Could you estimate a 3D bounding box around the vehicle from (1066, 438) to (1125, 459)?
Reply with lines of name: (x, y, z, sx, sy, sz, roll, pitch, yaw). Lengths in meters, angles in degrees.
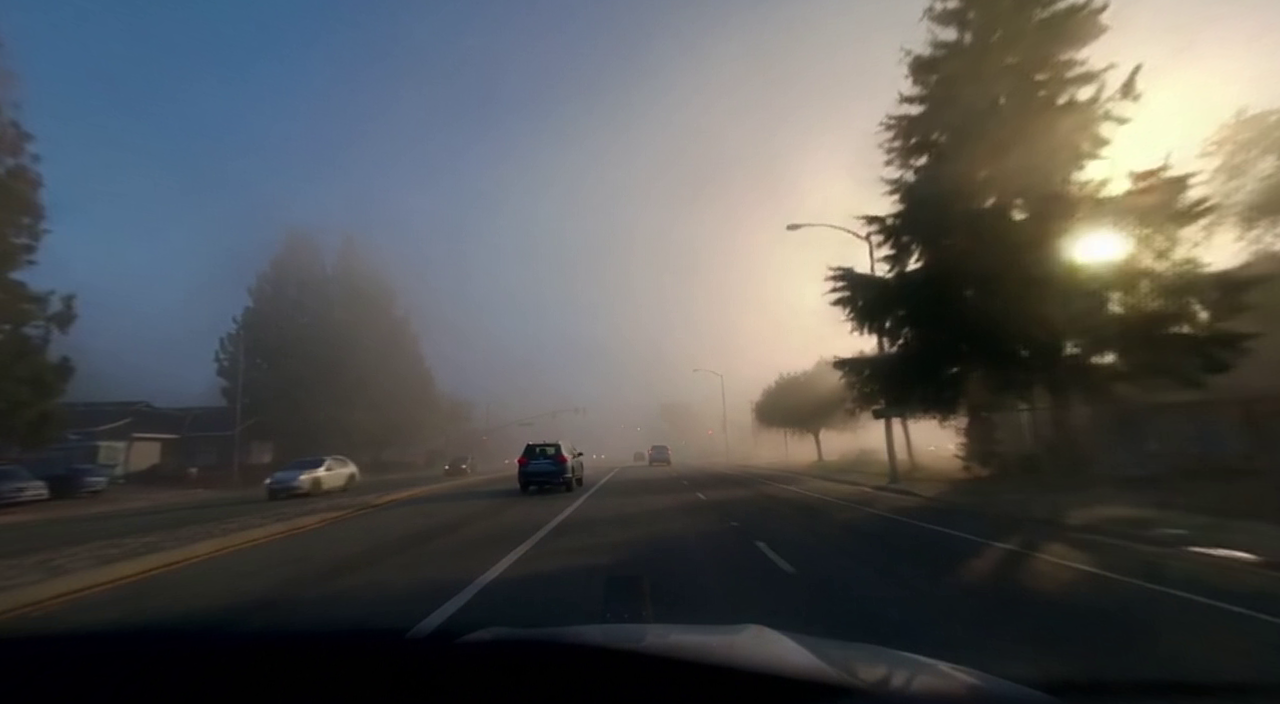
vehicle: (35.125, 7.478, 48.716, 1.719, 1.506, 3.878, -1, -8, 1)

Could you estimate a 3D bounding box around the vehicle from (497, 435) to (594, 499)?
vehicle: (-2.965, 3.781, 21.279, 2.459, 1.825, 5.380, 0, -8, 0)

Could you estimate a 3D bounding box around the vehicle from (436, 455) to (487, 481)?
vehicle: (-11.604, 7.568, 41.353, 1.952, 1.500, 4.543, -1, -8, 1)

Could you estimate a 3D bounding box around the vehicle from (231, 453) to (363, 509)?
vehicle: (-11.728, 4.405, 21.998, 2.061, 1.631, 4.502, -1, -8, 0)

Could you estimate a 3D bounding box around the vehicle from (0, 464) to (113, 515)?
vehicle: (-24.727, 5.547, 25.634, 4.824, 1.766, 1.967, 1, -8, 4)
